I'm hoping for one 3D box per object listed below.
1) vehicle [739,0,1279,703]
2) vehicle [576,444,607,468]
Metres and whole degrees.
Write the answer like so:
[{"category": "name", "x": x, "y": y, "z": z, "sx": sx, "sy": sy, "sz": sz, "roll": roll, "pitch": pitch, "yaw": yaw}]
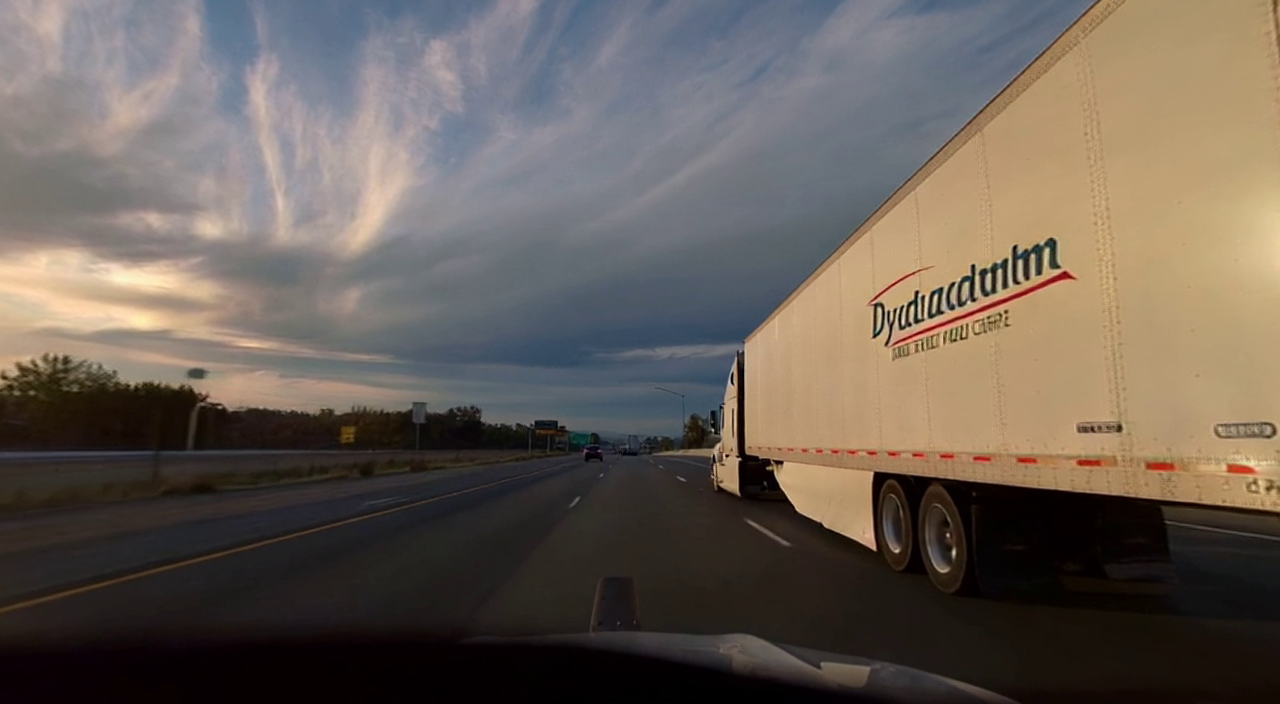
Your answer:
[{"category": "vehicle", "x": 3.952, "y": 0.624, "z": 9.213, "sx": 2.962, "sy": 4.132, "sz": 12.720, "roll": 0, "pitch": -8, "yaw": 0}, {"category": "vehicle", "x": -3.464, "y": 7.531, "z": 45.870, "sx": 2.030, "sy": 1.657, "sz": 3.926, "roll": 0, "pitch": -8, "yaw": -1}]
